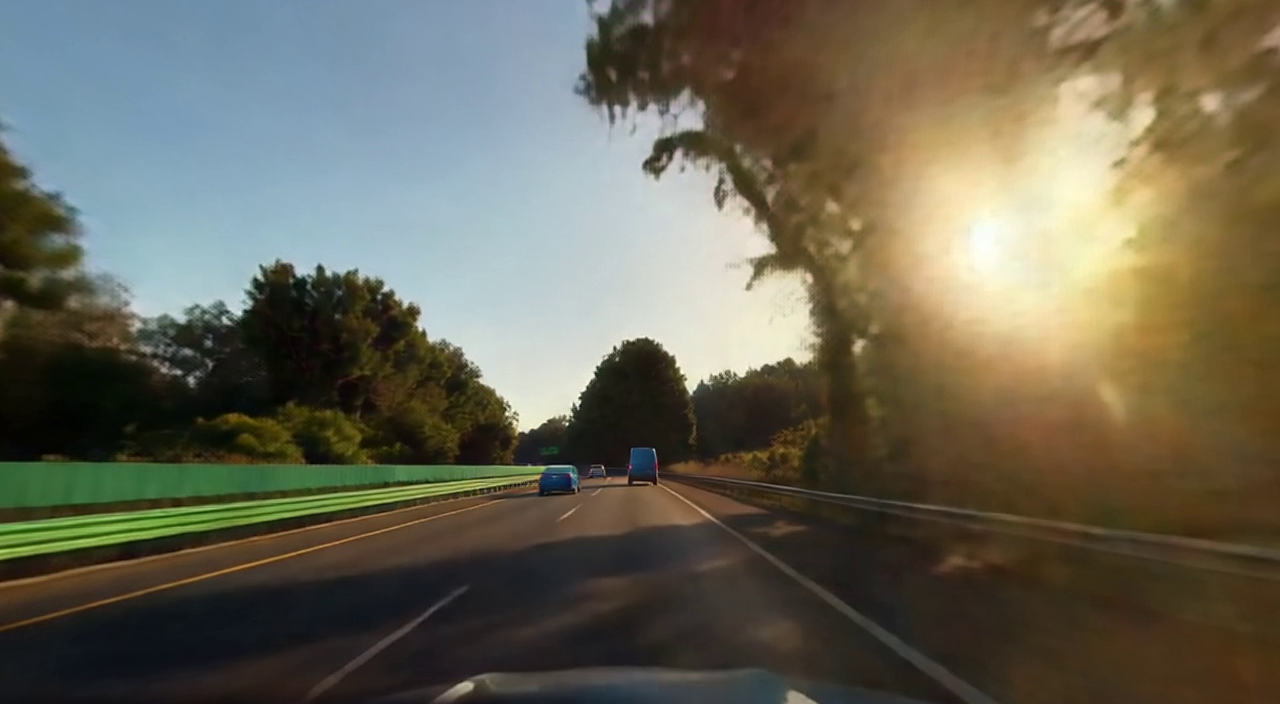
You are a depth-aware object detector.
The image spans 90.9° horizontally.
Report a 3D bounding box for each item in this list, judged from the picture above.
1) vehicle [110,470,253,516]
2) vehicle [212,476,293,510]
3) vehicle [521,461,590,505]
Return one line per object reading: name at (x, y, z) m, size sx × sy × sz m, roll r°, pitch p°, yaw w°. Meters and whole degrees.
vehicle at (-16.423, 5.036, 22.916) m, size 1.862 × 1.449 × 4.441 m, roll 1°, pitch -11°, yaw 0°
vehicle at (-16.466, 5.984, 26.908) m, size 1.663 × 1.301 × 2.750 m, roll 1°, pitch -11°, yaw 0°
vehicle at (-3.119, 4.985, 24.152) m, size 2.038 × 1.490 × 4.391 m, roll 1°, pitch -11°, yaw 0°
